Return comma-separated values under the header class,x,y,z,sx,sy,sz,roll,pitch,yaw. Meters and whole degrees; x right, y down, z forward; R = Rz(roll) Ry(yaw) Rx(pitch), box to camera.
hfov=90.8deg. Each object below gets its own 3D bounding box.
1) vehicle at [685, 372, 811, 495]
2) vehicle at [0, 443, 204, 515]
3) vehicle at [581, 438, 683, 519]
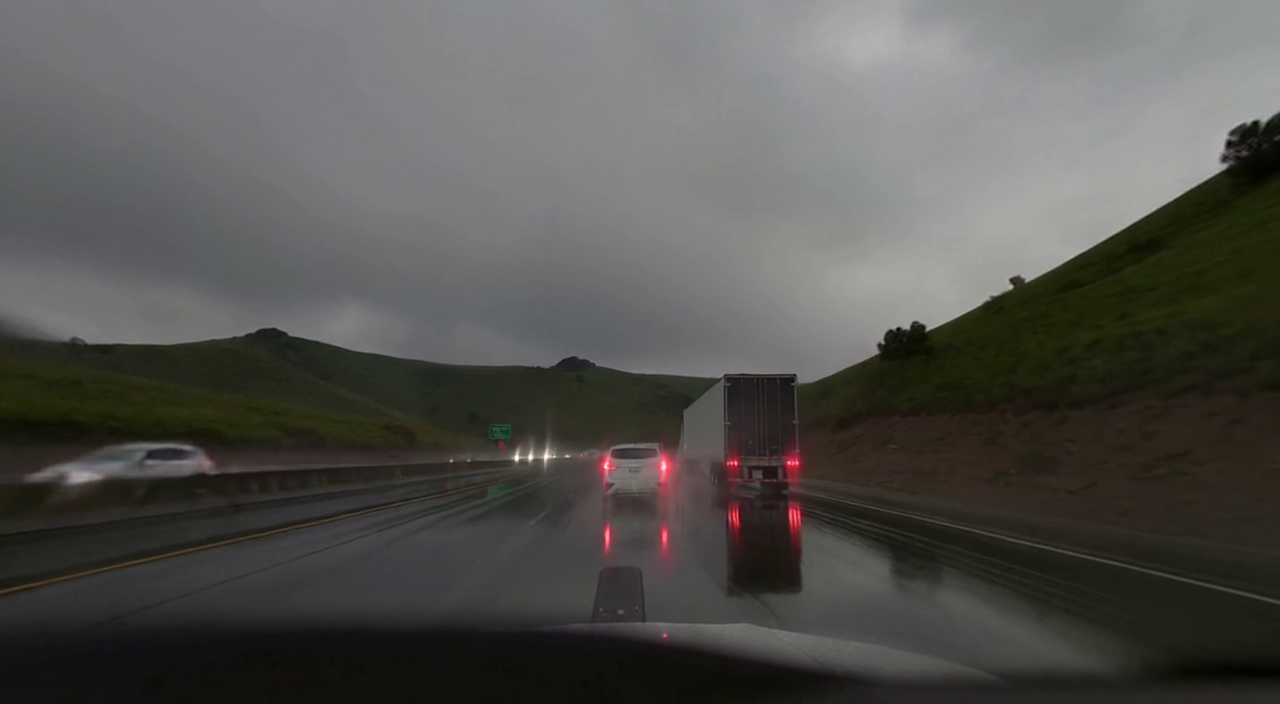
class,x,y,z,sx,sy,sz,roll,pitch,yaw
vehicle,4.069,3.776,27.954,2.812,4.024,14.098,0,-9,-1
vehicle,-12.803,2.906,14.907,1.832,1.430,4.440,0,-9,0
vehicle,-0.187,2.911,14.973,2.109,1.639,3.768,0,-9,-1
